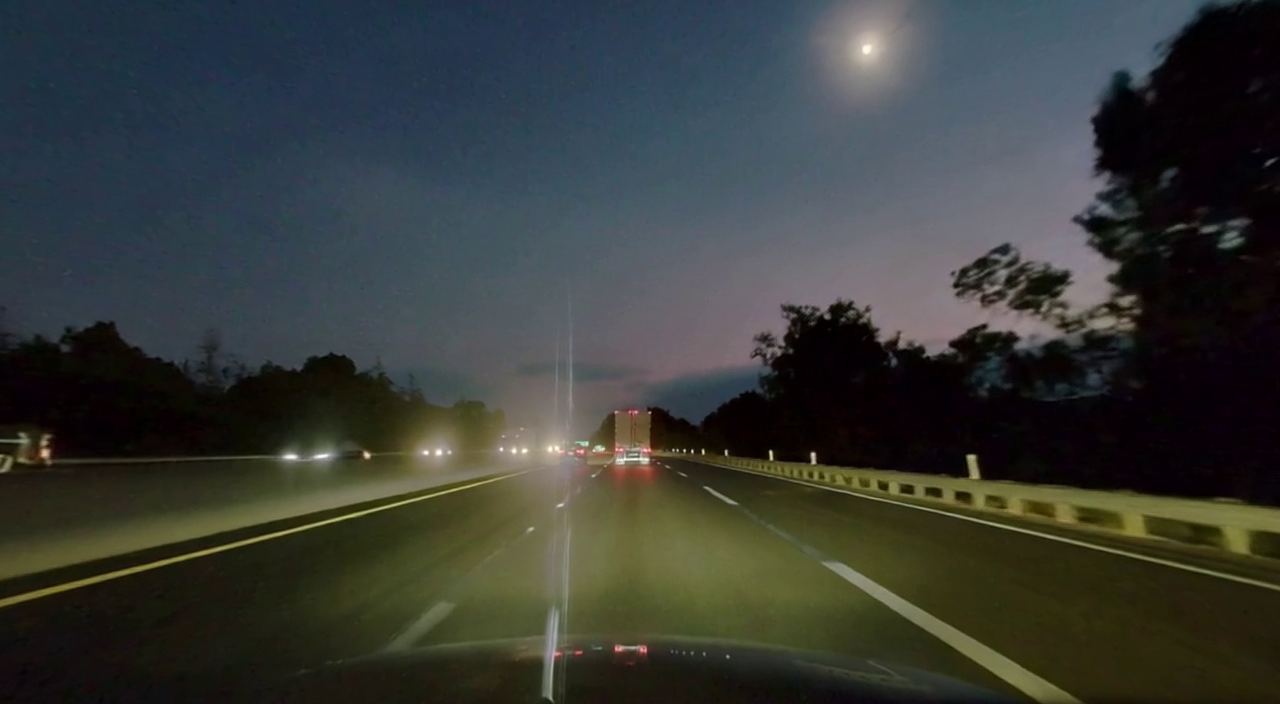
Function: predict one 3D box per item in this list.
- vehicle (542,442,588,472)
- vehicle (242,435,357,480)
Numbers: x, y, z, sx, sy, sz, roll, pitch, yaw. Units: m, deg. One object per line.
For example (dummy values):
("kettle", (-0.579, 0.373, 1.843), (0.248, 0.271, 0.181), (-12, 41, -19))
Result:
("vehicle", (-4.149, 5.880, 35.240), (2.057, 1.519, 4.372), (0, -9, 0))
("vehicle", (-12.828, 4.003, 23.970), (1.966, 1.518, 4.276), (0, -9, 0))
